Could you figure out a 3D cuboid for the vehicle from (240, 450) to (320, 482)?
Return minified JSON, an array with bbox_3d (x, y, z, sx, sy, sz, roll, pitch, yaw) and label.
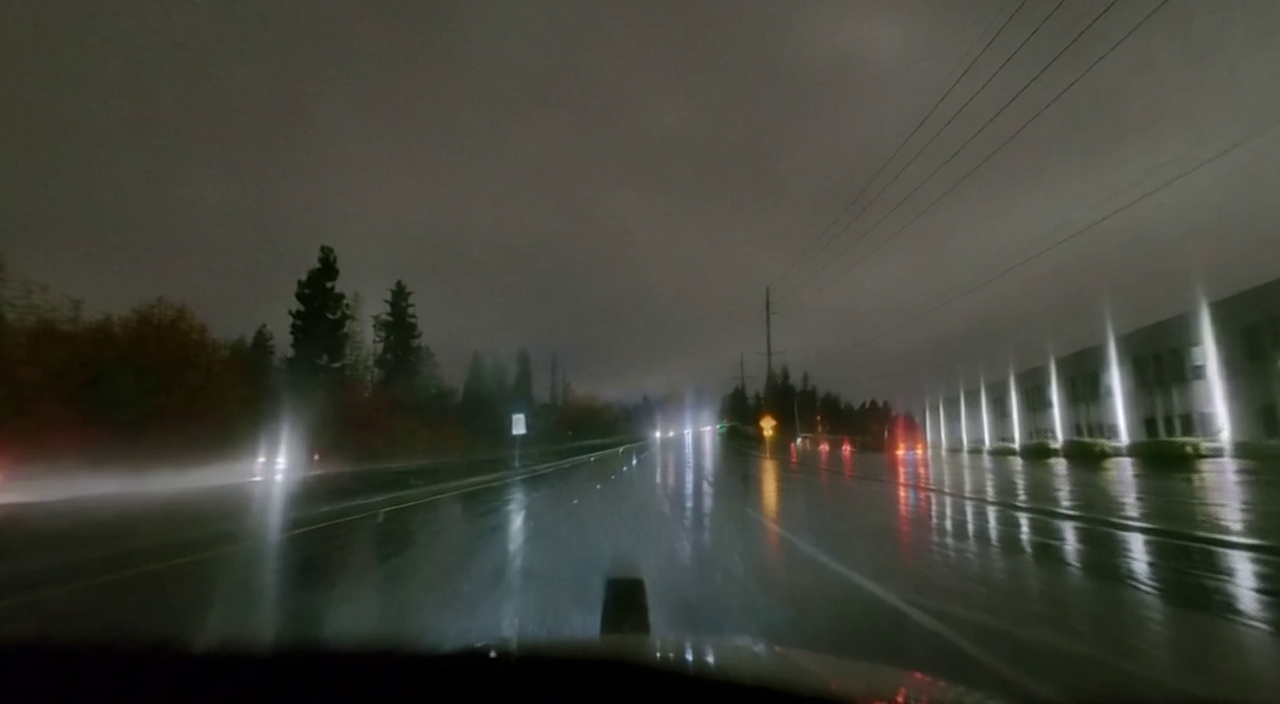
[{"bbox_3d":[-20.393,6.453,35.963,1.894,1.632,4.145,-1,-9,4],"label":"vehicle"}]
